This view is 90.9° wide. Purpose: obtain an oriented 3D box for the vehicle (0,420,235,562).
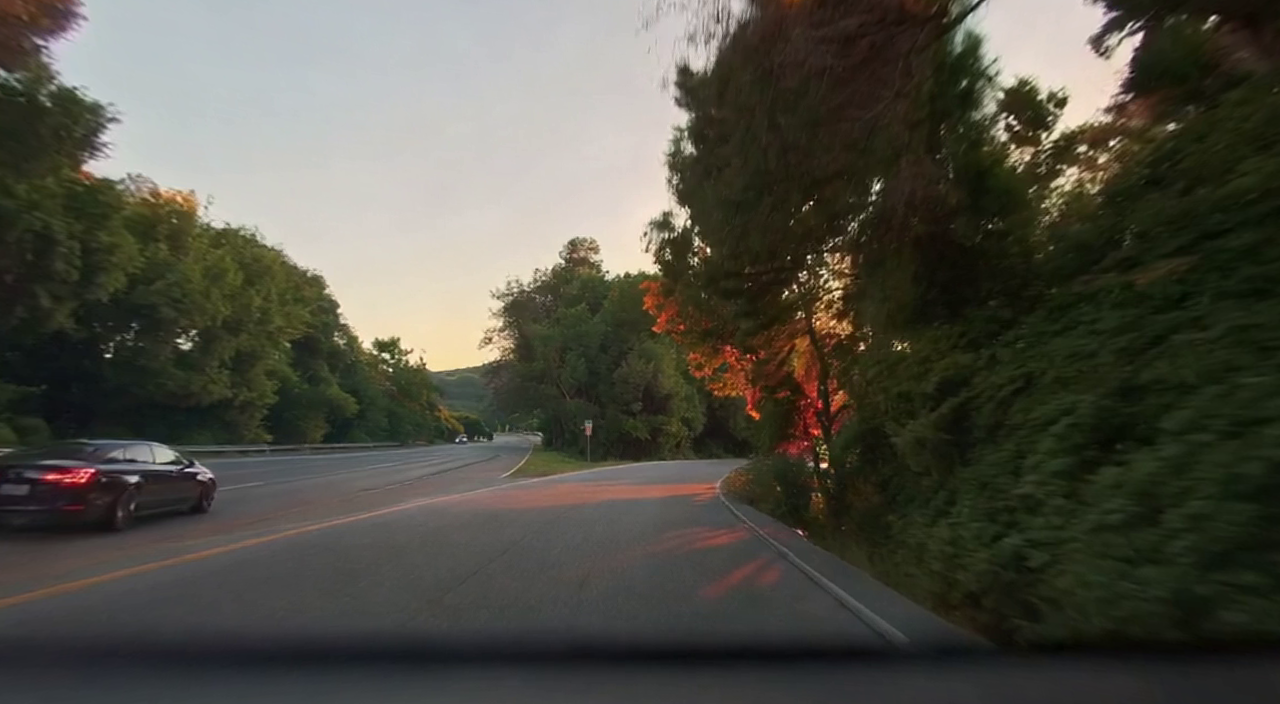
[{"bbox_3d":[-8.210,1.851,9.049,2.015,1.517,4.991,1,-9,-8],"label":"vehicle"}]
